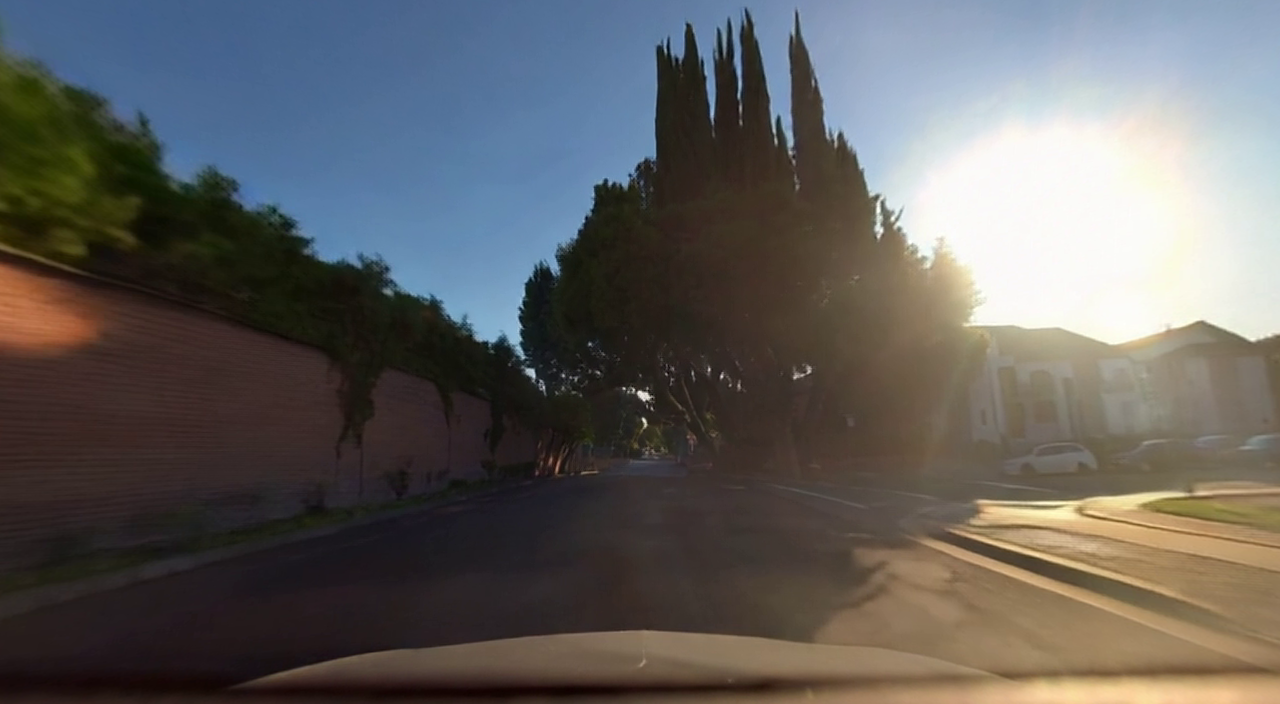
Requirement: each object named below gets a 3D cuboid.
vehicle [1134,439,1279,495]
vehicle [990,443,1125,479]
[{"bbox_3d":[17.764,3.456,19.268,2.149,1.478,4.695,-3,-10,11],"label":"vehicle"},{"bbox_3d":[19.041,5.014,28.896,4.697,1.502,2.124,2,-10,-4],"label":"vehicle"}]
